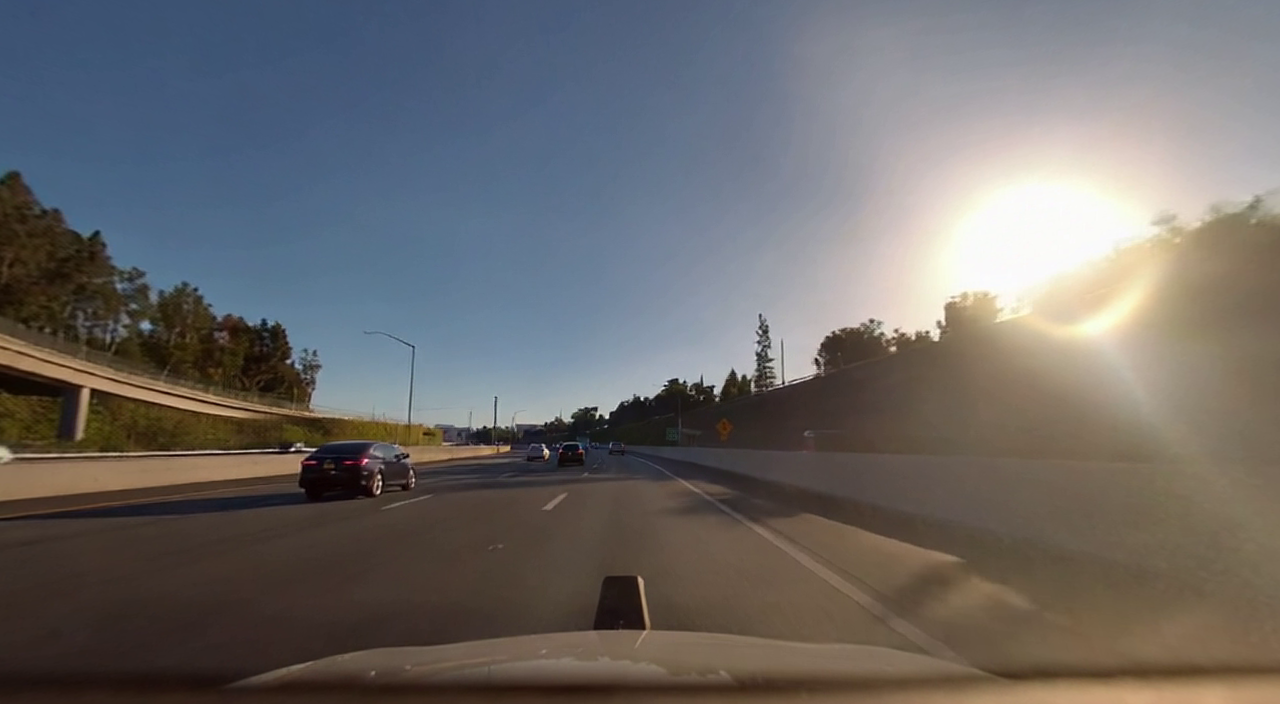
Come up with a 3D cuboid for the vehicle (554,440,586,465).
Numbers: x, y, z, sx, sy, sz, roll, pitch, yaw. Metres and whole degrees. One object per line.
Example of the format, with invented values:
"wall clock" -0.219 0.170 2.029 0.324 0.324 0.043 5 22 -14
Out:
"vehicle" -4.789 6.920 43.734 1.971 1.643 4.009 0 -8 -2
